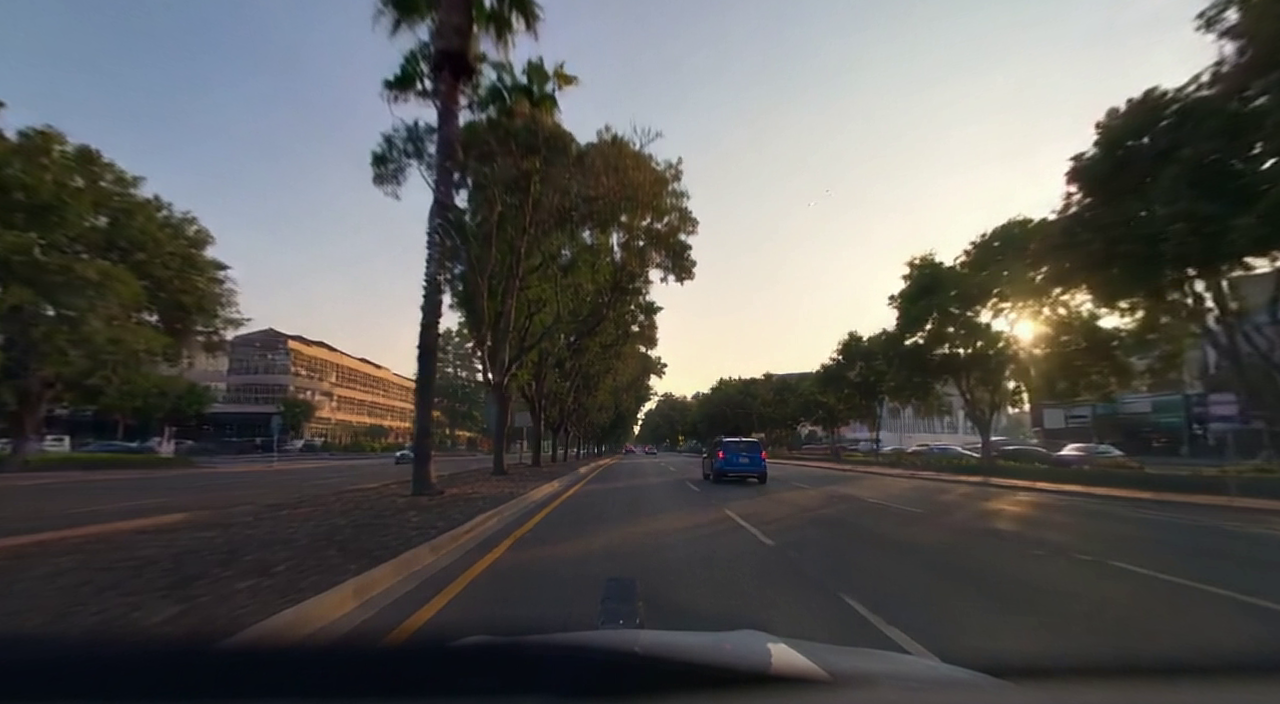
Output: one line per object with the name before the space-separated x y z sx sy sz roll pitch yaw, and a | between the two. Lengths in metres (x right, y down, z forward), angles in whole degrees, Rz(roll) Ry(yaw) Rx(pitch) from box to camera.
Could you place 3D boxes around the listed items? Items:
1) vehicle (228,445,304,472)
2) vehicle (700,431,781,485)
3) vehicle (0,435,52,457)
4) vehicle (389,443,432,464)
vehicle | -22.091 6.293 37.540 1.813 1.484 4.374 0 -8 1
vehicle | 3.432 3.719 22.418 2.072 1.696 4.177 1 -8 -2
vehicle | -44.159 6.575 44.086 4.211 1.491 2.000 0 -8 0
vehicle | -17.871 7.911 49.389 1.764 1.476 4.349 0 -8 0
